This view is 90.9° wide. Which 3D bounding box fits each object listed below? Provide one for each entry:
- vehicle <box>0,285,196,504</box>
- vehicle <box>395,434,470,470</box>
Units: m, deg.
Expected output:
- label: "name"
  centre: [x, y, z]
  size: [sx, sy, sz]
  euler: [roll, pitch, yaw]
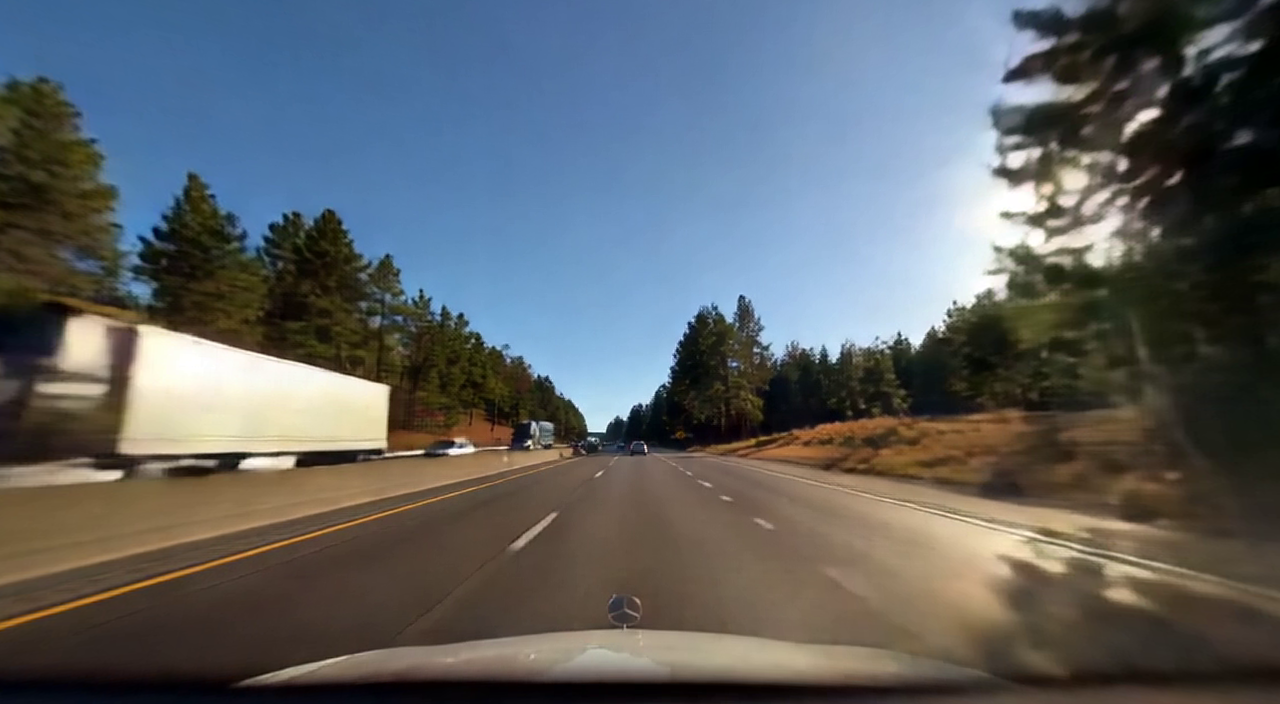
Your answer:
- label: "vehicle"
  centre: [-13.339, 0.884, 12.324]
  size: [3.009, 4.018, 8.498]
  euler: [0, -8, 0]
- label: "vehicle"
  centre: [-9.160, 4.454, 28.273]
  size: [1.846, 1.463, 4.537]
  euler: [0, -8, 0]
